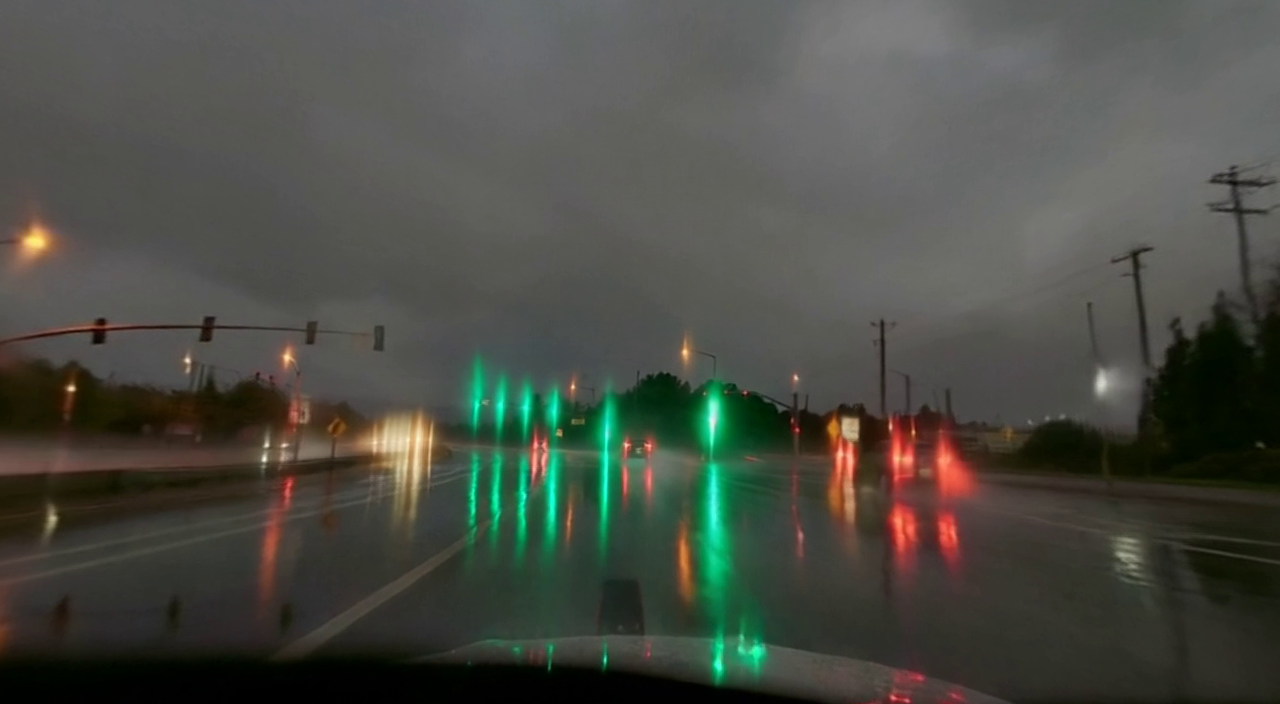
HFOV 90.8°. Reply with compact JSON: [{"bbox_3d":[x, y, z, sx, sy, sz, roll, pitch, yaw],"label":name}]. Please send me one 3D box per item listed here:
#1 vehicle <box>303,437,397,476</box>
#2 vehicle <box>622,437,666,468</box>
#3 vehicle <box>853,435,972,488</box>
[{"bbox_3d":[-13.049,4.724,28.845,2.399,1.624,4.585,1,-8,-4],"label":"vehicle"},{"bbox_3d":[0.167,6.006,38.022,2.024,1.724,3.928,1,-9,-8],"label":"vehicle"},{"bbox_3d":[9.865,3.980,23.395,2.130,1.741,4.665,0,-8,-3],"label":"vehicle"}]
